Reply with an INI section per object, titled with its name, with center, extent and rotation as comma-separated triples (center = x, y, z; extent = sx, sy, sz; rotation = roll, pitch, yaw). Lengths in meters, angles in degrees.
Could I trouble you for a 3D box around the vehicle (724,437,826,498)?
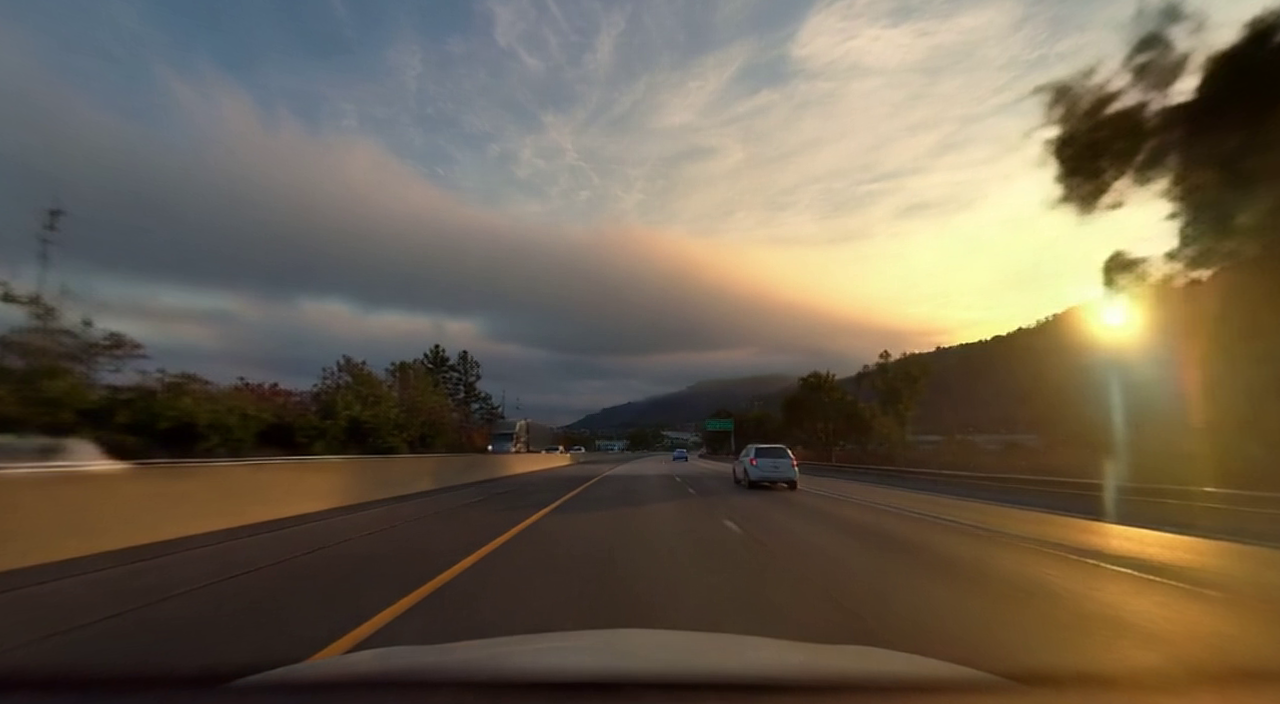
[vehicle]
center = 4.047, 3.548, 19.682
extent = 2.089, 1.660, 4.729
rotation = 0, -9, -1
